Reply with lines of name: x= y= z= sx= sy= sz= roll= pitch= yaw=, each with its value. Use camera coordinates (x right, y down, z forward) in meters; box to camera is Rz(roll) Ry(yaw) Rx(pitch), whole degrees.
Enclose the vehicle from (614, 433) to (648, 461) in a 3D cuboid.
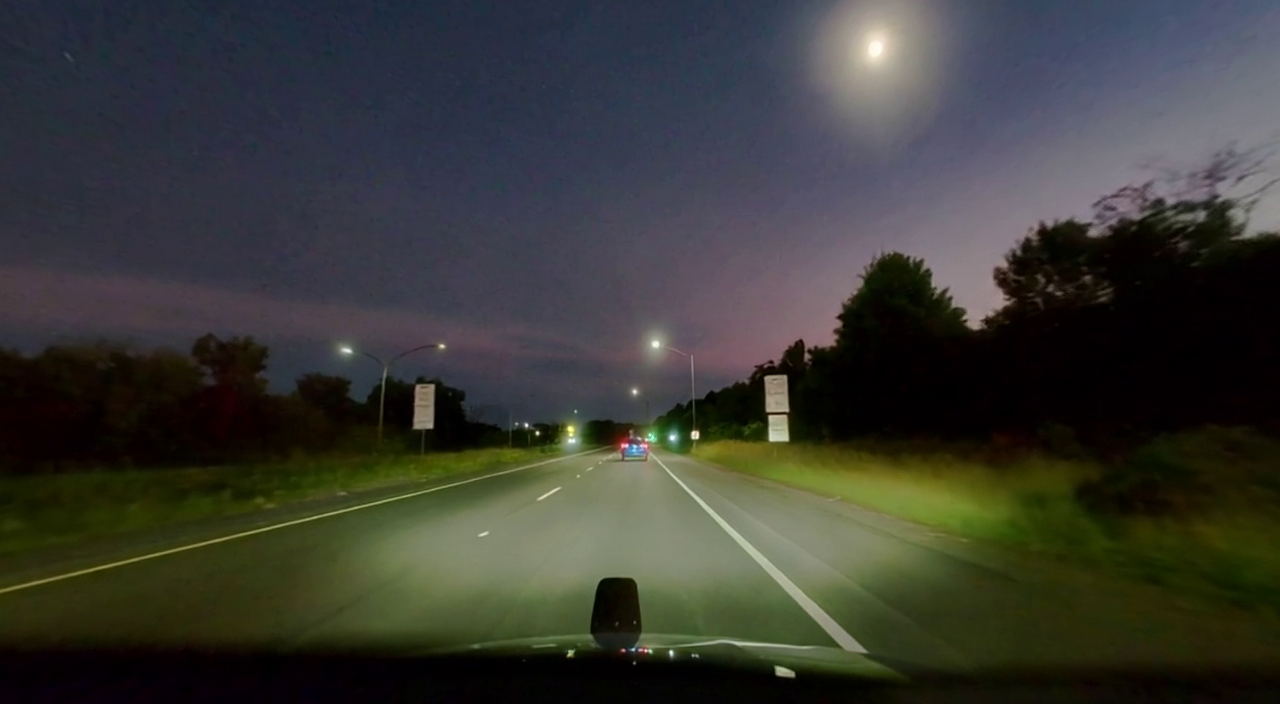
vehicle: x=-0.616 y=6.325 z=42.107 sx=2.180 sy=1.717 sz=4.139 roll=0 pitch=-8 yaw=-1
